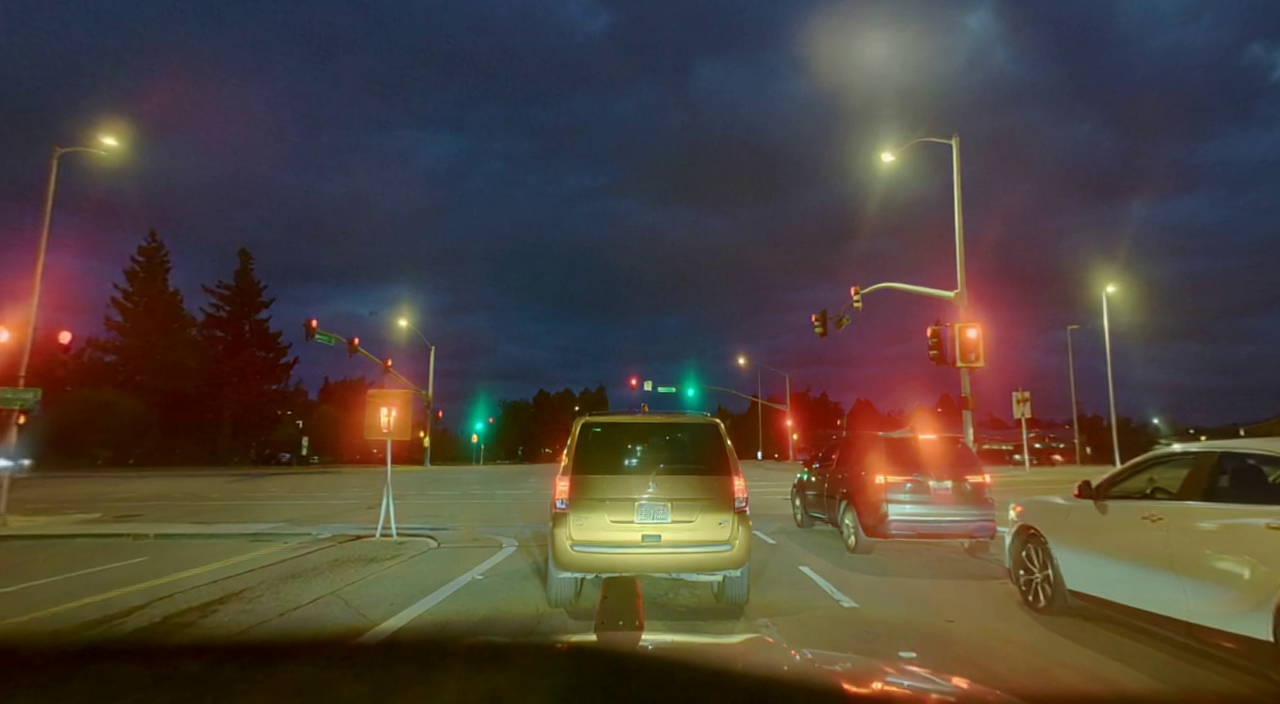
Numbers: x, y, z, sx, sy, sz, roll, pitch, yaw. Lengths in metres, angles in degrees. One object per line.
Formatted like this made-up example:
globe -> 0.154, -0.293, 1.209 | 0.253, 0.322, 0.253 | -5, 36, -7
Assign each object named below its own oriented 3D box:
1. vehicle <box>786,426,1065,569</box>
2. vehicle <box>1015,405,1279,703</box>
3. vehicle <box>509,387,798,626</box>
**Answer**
vehicle -> 3.524, 1.859, 8.863 | 1.861, 1.495, 4.215 | 0, -8, -1
vehicle -> 3.161, 0.814, 1.433 | 1.924, 1.466, 4.461 | 0, -8, 1
vehicle -> 0.103, 1.493, 7.067 | 2.170, 1.793, 4.468 | 0, -8, 0
